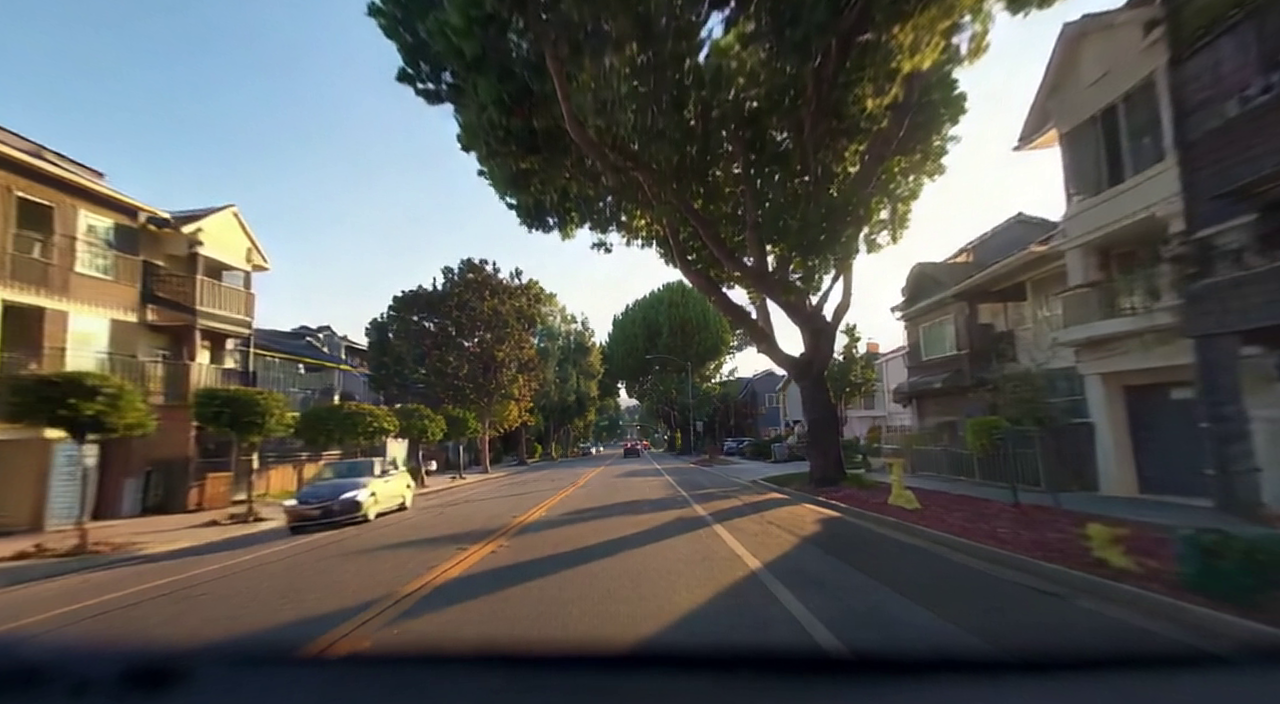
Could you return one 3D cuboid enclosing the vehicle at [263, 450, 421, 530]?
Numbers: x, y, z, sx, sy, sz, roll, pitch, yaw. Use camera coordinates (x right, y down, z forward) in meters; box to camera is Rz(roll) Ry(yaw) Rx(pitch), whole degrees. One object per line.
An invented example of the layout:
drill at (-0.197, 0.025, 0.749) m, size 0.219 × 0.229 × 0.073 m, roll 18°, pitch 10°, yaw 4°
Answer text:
vehicle at (-7.407, 3.405, 16.255) m, size 2.010 × 1.553 × 4.312 m, roll -5°, pitch -8°, yaw 0°
